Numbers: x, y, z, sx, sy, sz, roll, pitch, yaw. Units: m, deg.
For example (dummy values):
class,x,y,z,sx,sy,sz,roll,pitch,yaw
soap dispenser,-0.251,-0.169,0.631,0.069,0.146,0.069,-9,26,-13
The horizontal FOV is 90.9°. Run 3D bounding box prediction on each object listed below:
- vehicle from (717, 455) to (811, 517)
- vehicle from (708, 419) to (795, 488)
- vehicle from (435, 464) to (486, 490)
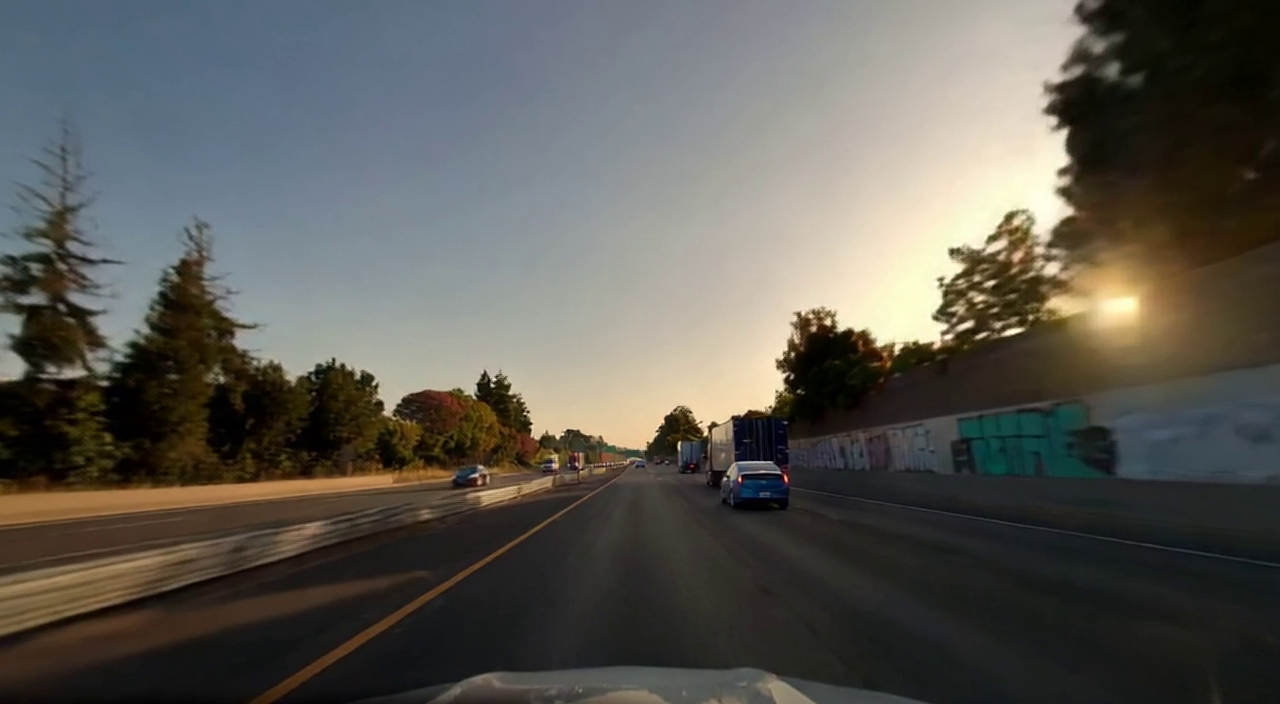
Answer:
class,x,y,z,sx,sy,sz,roll,pitch,yaw
vehicle,3.491,3.850,18.395,2.011,1.574,3.512,1,-10,0
vehicle,7.567,7.549,46.006,3.298,4.017,16.824,1,-10,0
vehicle,-12.216,8.512,43.210,2.001,1.609,4.720,0,-10,1
